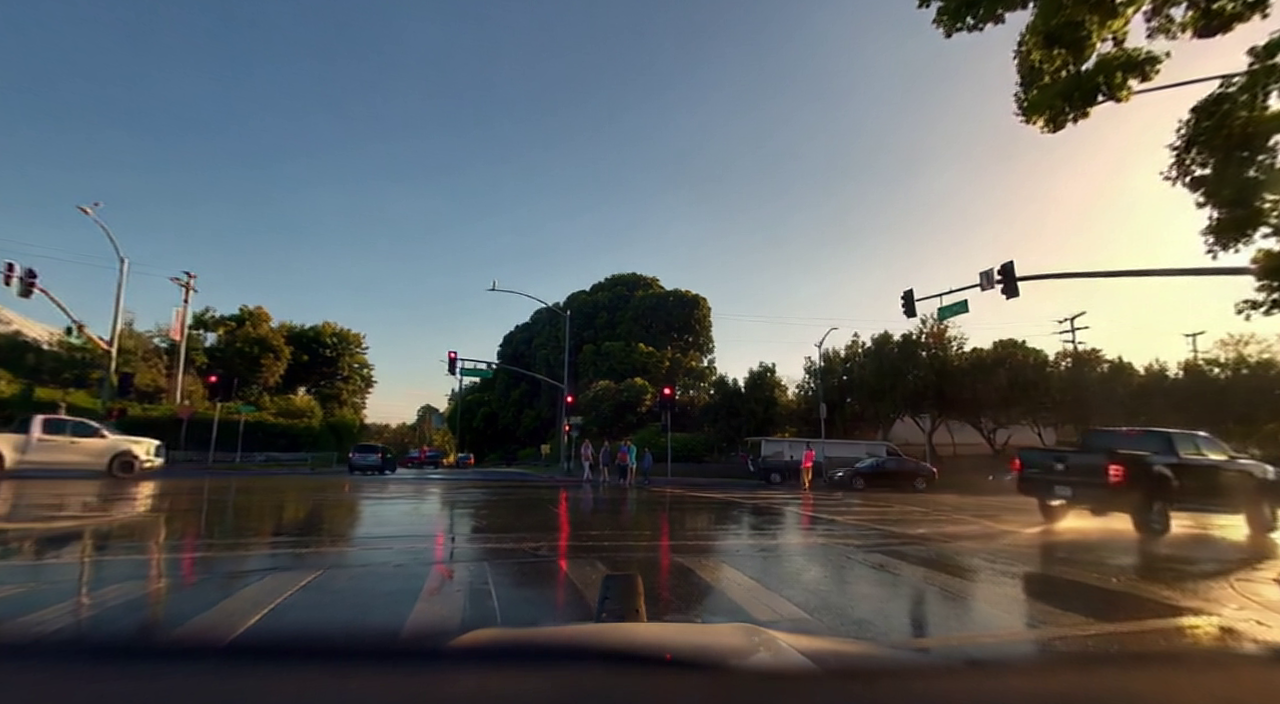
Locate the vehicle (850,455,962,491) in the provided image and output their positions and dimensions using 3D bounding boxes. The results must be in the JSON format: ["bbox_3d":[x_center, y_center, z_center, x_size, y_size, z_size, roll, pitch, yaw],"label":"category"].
[{"bbox_3d":[12.590,5.745,29.986,4.537,1.608,1.827,1,-9,-5],"label":"vehicle"}]

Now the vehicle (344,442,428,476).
[{"bbox_3d":[-12.743,5.386,31.951,1.964,1.525,4.750,0,-9,5],"label":"vehicle"}]

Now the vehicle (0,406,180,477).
[{"bbox_3d":[-18.327,2.845,19.877,2.243,2.011,5.631,-7,-11,41],"label":"vehicle"}]

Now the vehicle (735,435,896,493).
[{"bbox_3d":[6.684,4.288,24.308,5.535,1.896,2.170,3,-9,-6],"label":"vehicle"}]

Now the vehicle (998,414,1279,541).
[{"bbox_3d":[11.745,2.742,14.339,5.978,2.400,2.851,3,-9,-19],"label":"vehicle"}]
